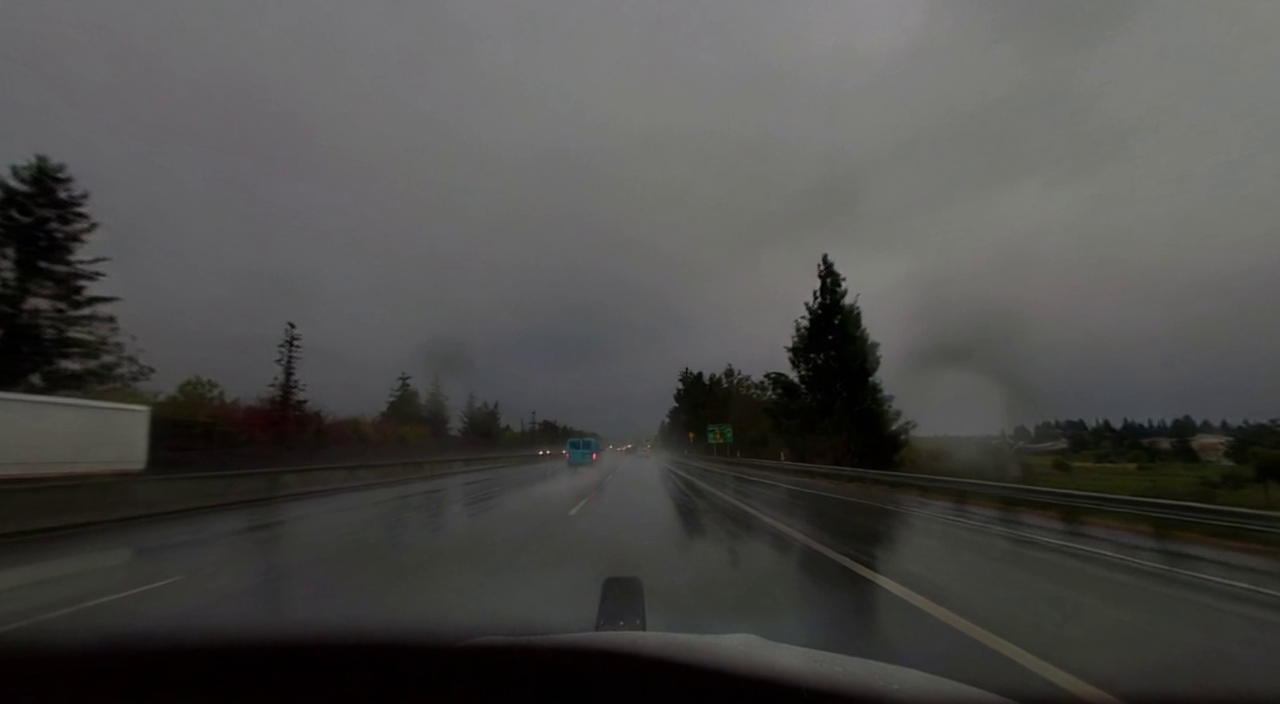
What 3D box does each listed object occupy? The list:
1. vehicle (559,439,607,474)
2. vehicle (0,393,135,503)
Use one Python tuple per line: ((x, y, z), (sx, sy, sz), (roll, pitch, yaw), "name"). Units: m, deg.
((-3.315, 6.256, 37.978), (2.349, 1.973, 5.419), (0, -9, 0), "vehicle")
((-24.206, 3.634, 23.889), (2.928, 3.860, 8.514), (0, -9, 0), "vehicle")
